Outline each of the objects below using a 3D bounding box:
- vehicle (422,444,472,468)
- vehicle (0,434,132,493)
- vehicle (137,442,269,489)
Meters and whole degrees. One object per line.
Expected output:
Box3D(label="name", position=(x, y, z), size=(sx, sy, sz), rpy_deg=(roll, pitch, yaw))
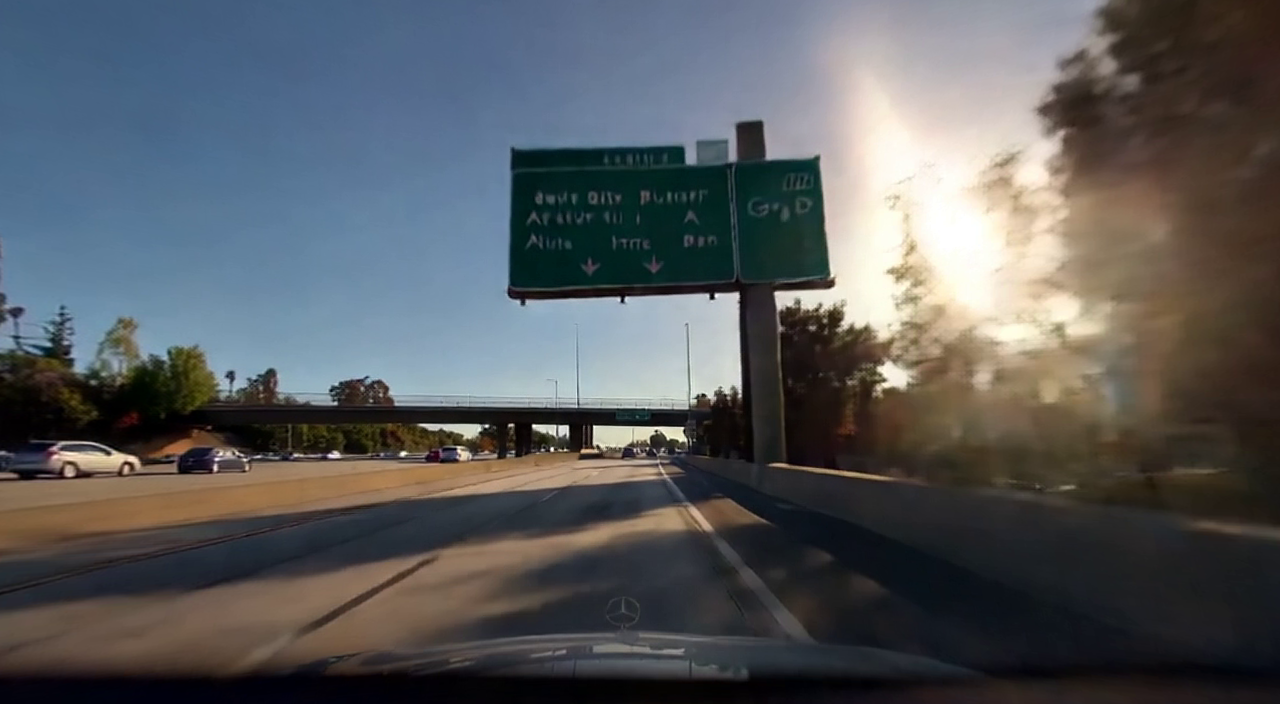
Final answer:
Box3D(label="vehicle", position=(-13.315, 7.171, 43.848), size=(2.271, 1.537, 4.029), rpy_deg=(0, -9, -2))
Box3D(label="vehicle", position=(-19.517, 3.622, 20.803), size=(2.049, 1.718, 4.445), rpy_deg=(0, -9, -4))
Box3D(label="vehicle", position=(-15.790, 4.104, 23.188), size=(1.829, 1.520, 4.505), rpy_deg=(0, -9, -4))
